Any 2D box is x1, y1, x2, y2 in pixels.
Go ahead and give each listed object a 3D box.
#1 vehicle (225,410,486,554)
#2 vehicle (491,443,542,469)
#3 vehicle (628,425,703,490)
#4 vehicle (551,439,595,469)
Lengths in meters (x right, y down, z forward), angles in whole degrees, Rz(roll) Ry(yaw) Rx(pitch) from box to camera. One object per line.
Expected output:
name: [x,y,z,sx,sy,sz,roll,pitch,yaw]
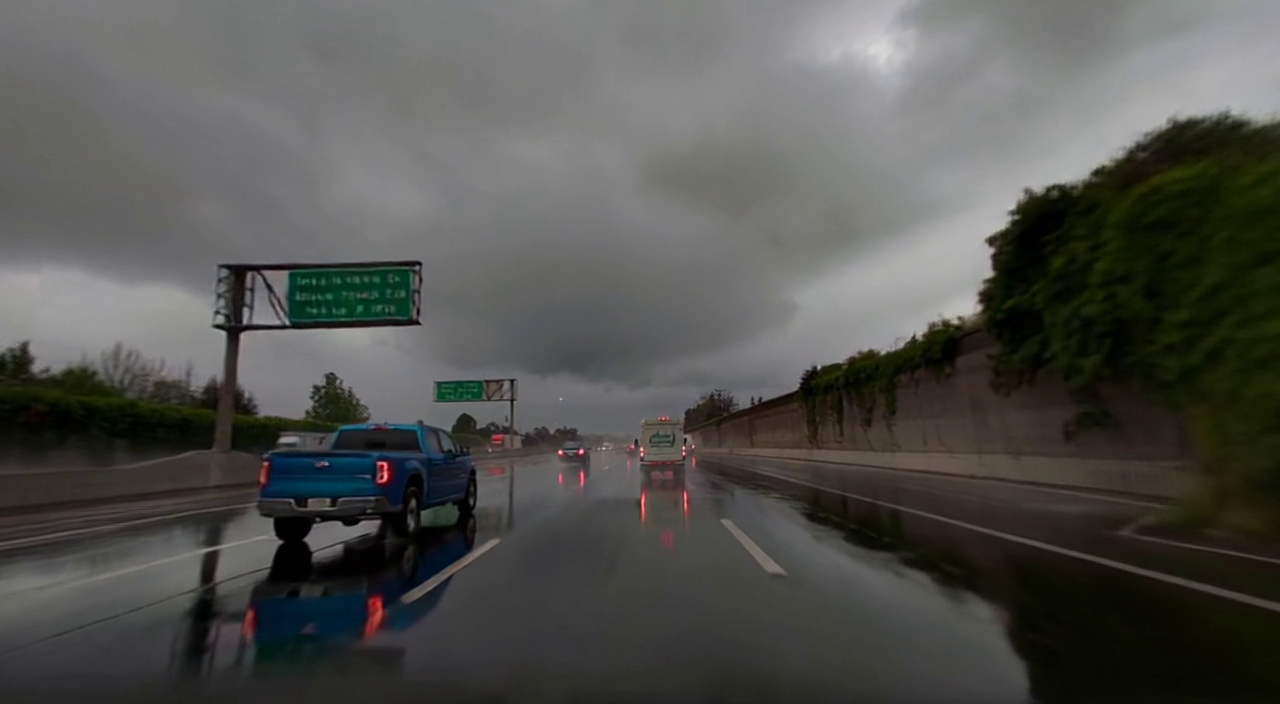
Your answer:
vehicle: [-4.238,2.029,10.628,1.954,1.792,5.187,0,-8,0]
vehicle: [-7.526,6.391,38.912,2.081,1.463,4.749,0,-8,1]
vehicle: [0.685,3.302,19.982,2.083,1.792,4.782,0,-8,0]
vehicle: [-3.873,5.969,37.064,1.961,1.591,4.756,0,-8,1]
